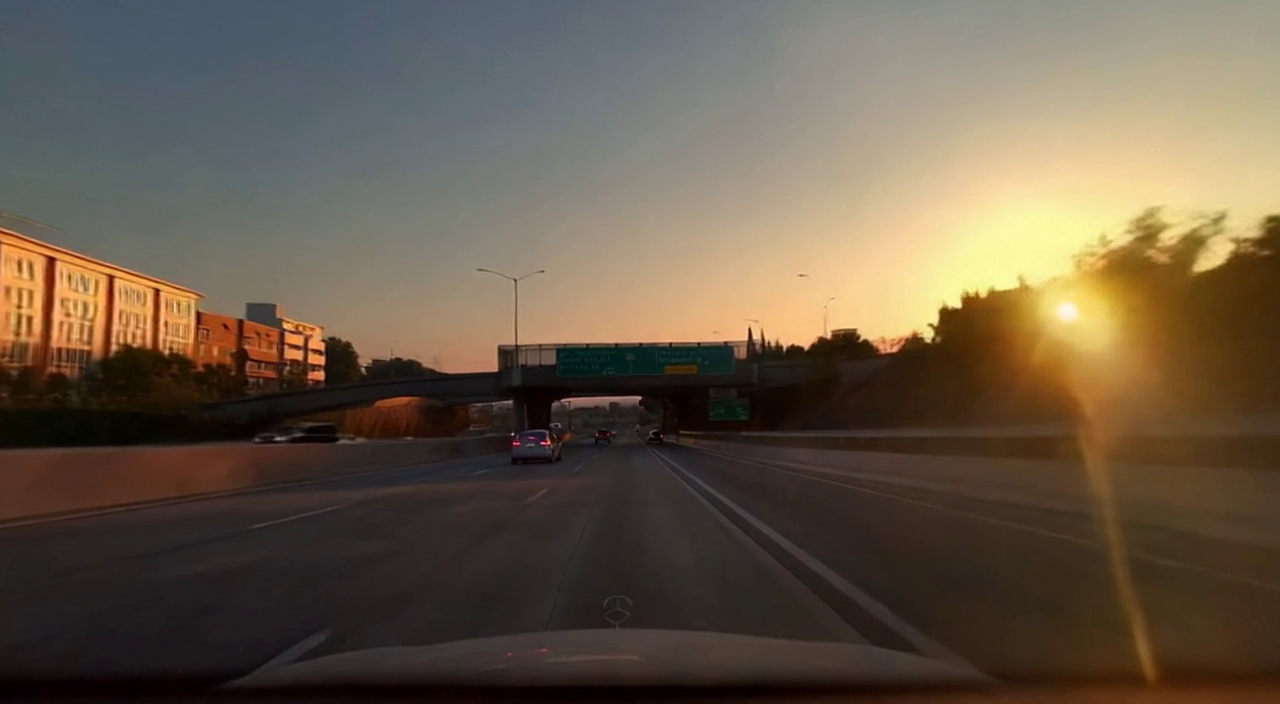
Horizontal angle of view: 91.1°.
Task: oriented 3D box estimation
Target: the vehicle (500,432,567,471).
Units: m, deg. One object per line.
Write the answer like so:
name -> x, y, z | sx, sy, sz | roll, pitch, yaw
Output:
vehicle -> -4.351, 4.141, 26.435 | 1.996, 1.490, 4.571 | 0, -8, 0

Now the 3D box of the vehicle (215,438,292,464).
vehicle -> -24.939, 6.399, 40.769 | 1.863, 1.561, 4.871 | 0, -8, 0

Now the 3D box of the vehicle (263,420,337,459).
vehicle -> -25.095, 6.500, 46.725 | 2.452, 2.744, 5.443 | 0, -8, -1
